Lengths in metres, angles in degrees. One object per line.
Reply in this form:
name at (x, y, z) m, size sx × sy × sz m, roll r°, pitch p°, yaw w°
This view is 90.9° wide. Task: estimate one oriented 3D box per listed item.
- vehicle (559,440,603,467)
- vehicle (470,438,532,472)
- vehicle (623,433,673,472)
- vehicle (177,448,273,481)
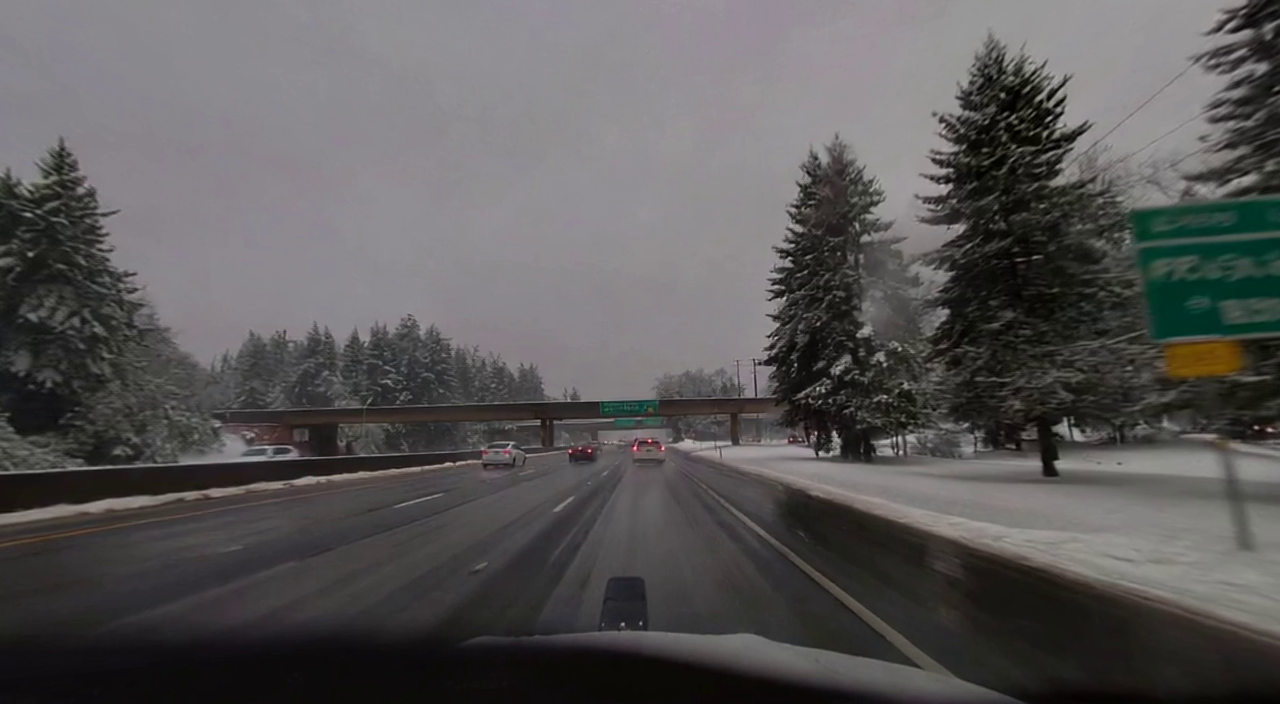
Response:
vehicle at (-3.363, 5.930, 36.917) m, size 2.056 × 1.464 × 4.564 m, roll 0°, pitch -8°, yaw 1°
vehicle at (-7.301, 5.461, 33.607) m, size 2.139 × 1.653 × 4.614 m, roll 0°, pitch -8°, yaw 2°
vehicle at (0.339, 4.703, 29.624) m, size 2.152 × 1.697 × 4.066 m, roll 0°, pitch -8°, yaw 0°
vehicle at (-21.038, 5.682, 32.209) m, size 1.827 × 1.529 × 4.380 m, roll 0°, pitch -8°, yaw 1°
